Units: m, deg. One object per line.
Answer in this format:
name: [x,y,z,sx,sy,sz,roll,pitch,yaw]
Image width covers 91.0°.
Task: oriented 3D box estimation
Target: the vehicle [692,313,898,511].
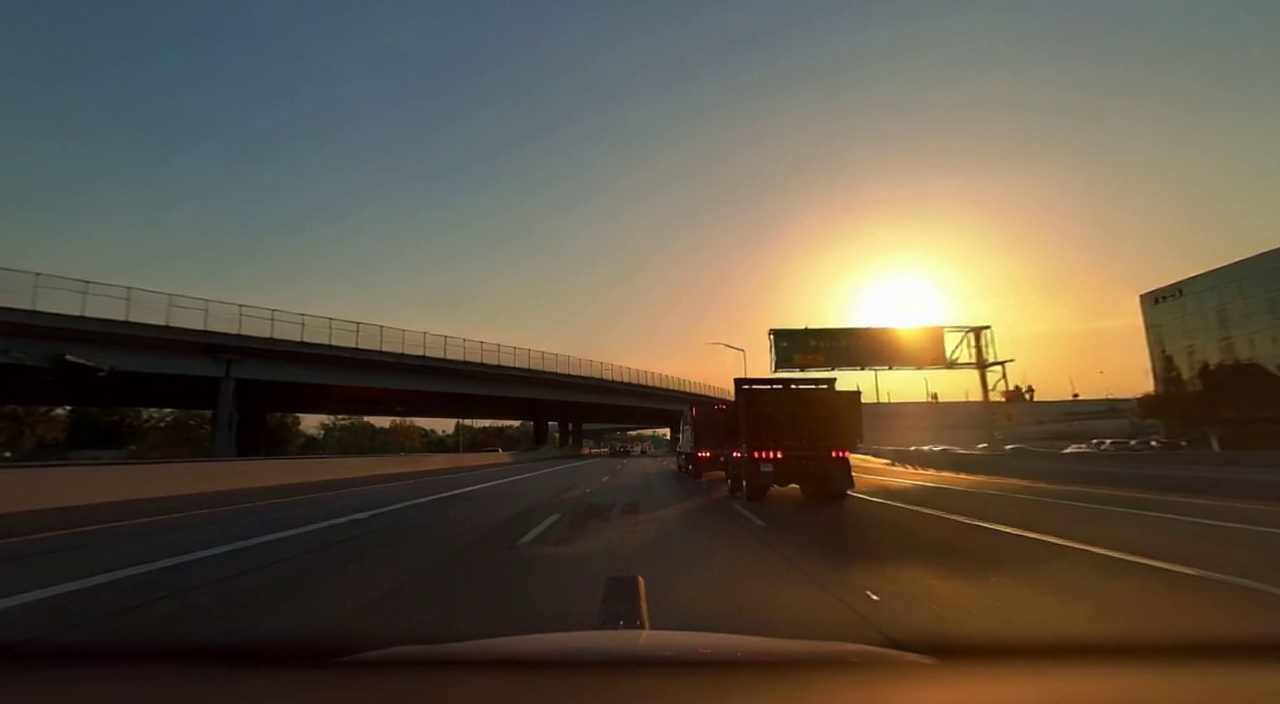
vehicle: [3.868,2.412,21.178,2.949,4.149,16.046,0,-9,0]
